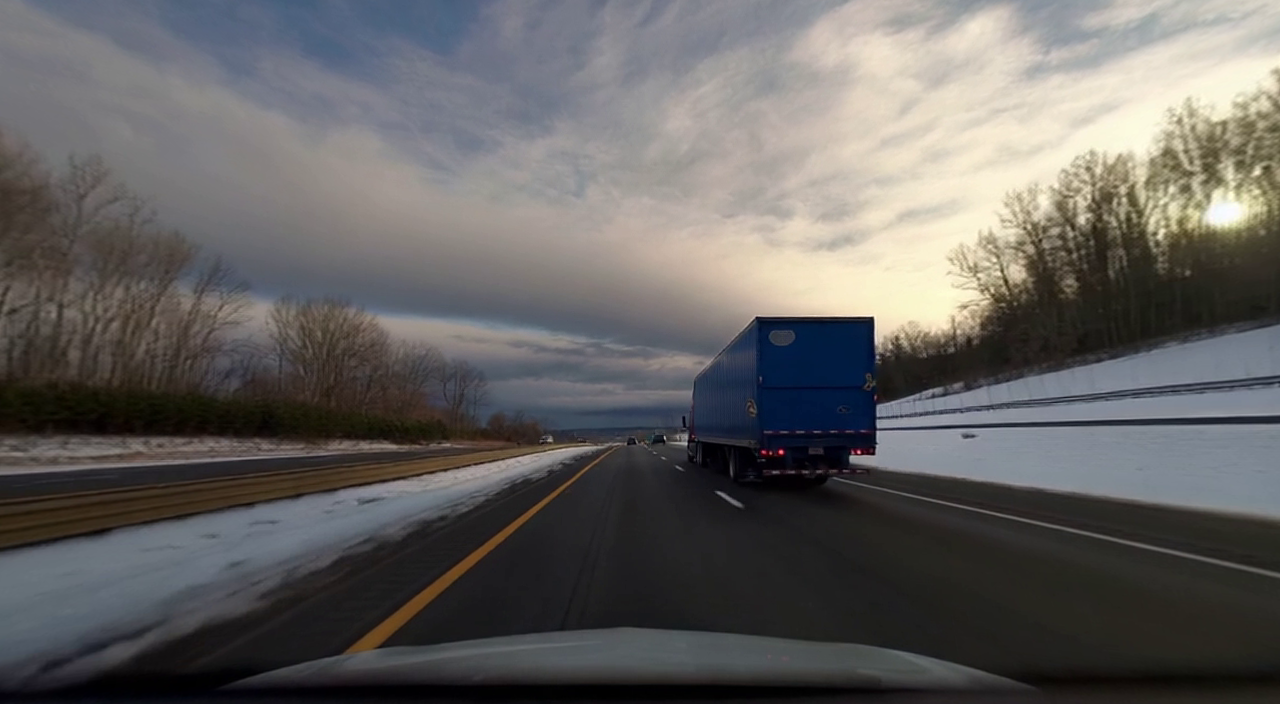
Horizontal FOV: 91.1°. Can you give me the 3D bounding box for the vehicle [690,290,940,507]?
[{"bbox_3d":[4.067,2.025,20.863,3.203,4.273,17.131,0,-8,-1],"label":"vehicle"}]
